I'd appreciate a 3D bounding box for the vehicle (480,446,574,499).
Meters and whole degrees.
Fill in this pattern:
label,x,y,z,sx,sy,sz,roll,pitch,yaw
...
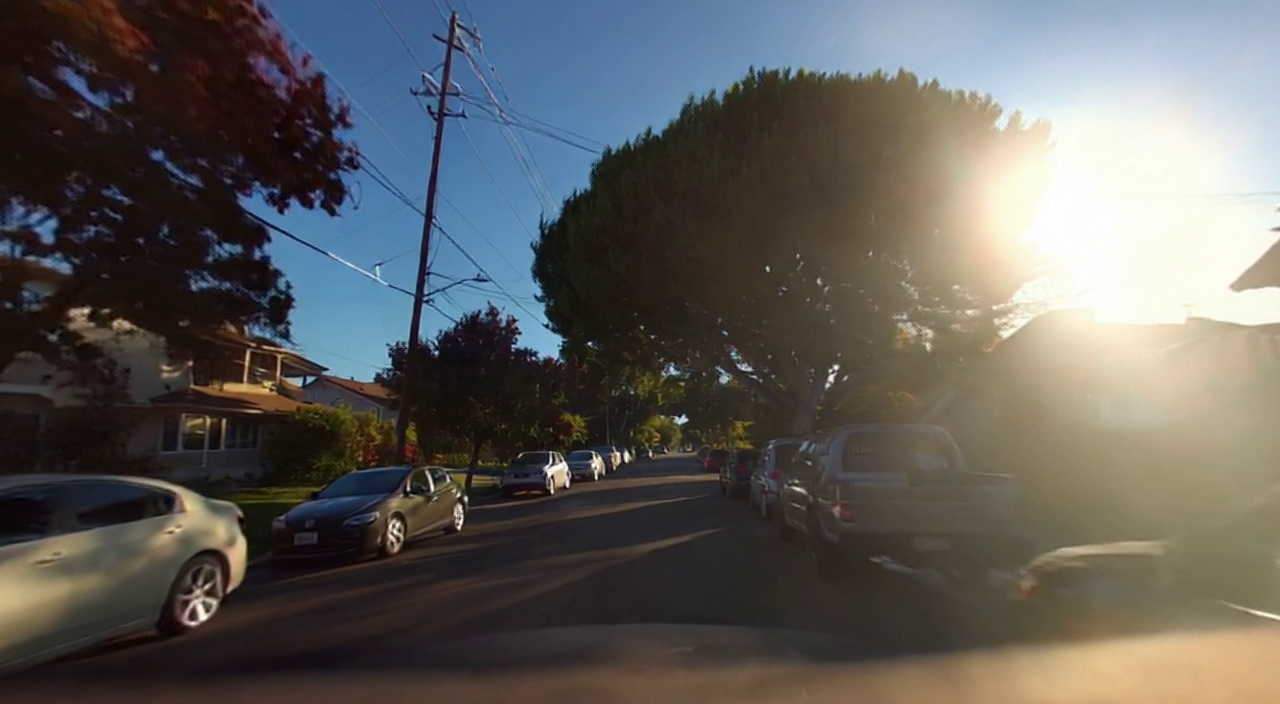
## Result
label,x,y,z,sx,sy,sz,roll,pitch,yaw
vehicle,-3.574,3.892,20.942,1.988,1.541,4.686,-1,-8,4

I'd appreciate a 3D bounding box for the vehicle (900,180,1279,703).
label,x,y,z,sx,sy,sz,roll,pitch,yaw
vehicle,2.270,0.526,0.820,2.032,1.839,4.597,0,-8,2

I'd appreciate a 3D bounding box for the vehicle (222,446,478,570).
label,x,y,z,sx,sy,sz,roll,pitch,yaw
vehicle,-4.268,2.300,10.225,1.796,1.532,4.244,-1,-8,6

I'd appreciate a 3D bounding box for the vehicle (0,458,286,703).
label,x,y,z,sx,sy,sz,roll,pitch,yaw
vehicle,-4.629,1.449,4.060,1.932,1.431,4.198,-1,-8,7

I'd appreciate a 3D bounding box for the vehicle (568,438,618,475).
label,x,y,z,sx,sy,sz,roll,pitch,yaw
vehicle,-2.599,5.978,36.376,2.280,1.953,5.092,-1,-8,3
